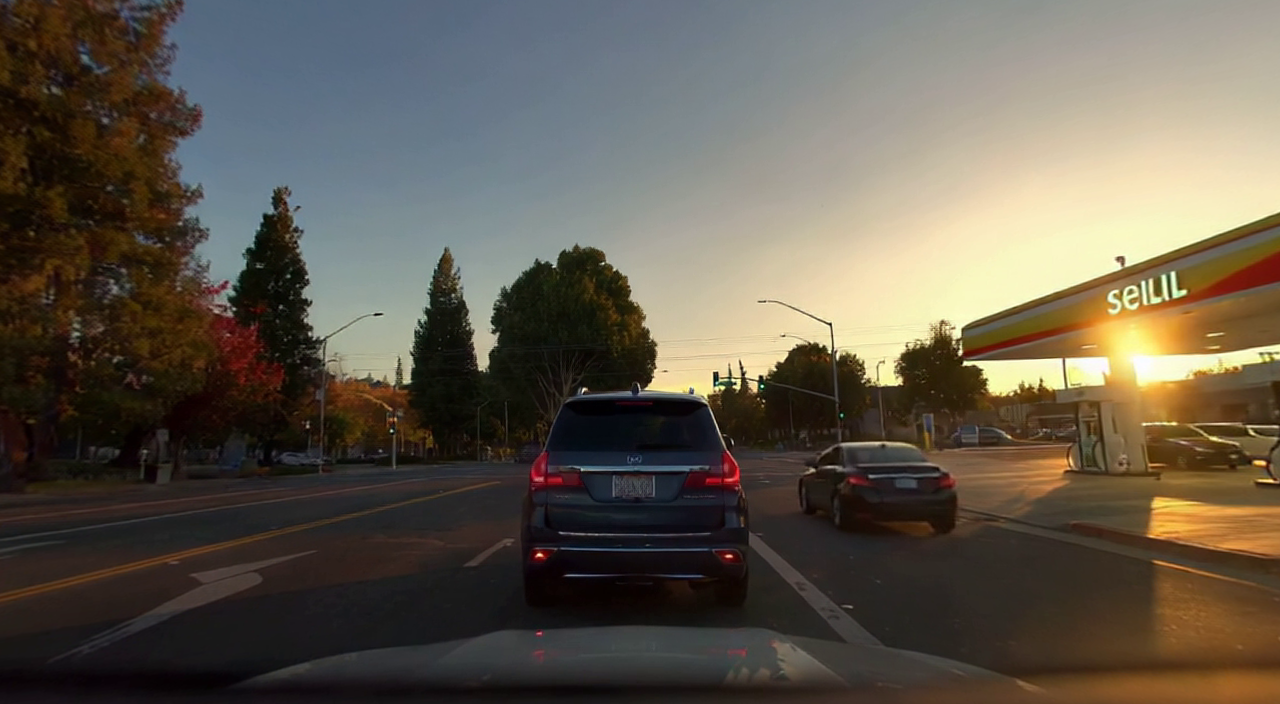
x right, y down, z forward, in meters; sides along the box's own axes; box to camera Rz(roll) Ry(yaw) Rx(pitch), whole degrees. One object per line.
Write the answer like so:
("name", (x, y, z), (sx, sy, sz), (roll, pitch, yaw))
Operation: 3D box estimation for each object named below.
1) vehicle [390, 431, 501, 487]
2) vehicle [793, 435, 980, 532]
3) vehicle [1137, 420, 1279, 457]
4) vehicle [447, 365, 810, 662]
("vehicle", (-6.647, 3.712, 22.169), (2.065, 1.753, 4.525), (-1, -9, 6))
("vehicle", (4.416, 2.403, 12.175), (2.041, 1.490, 4.471), (-1, -9, 4))
("vehicle", (25.930, 3.969, 28.783), (4.551, 1.616, 1.973), (-2, -9, 11))
("vehicle", (0.007, 1.317, 6.131), (2.236, 1.819, 4.291), (-1, -9, 2))
